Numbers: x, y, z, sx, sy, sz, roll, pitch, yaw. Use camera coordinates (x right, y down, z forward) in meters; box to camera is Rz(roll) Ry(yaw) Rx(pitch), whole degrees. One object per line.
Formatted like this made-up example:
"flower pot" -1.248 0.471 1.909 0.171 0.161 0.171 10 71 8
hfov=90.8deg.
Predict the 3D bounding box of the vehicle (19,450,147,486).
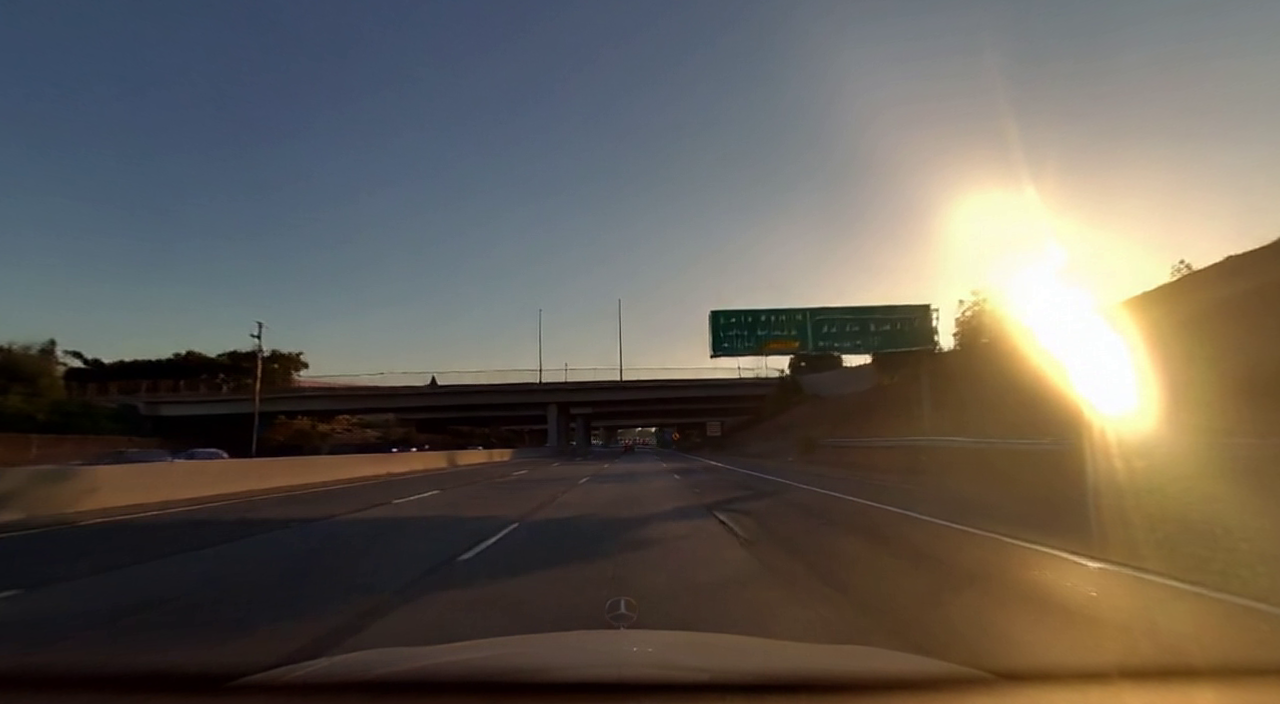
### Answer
"vehicle" -25.002 5.177 28.564 1.798 1.457 4.291 0 -8 1

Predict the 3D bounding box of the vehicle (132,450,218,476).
"vehicle" -28.909 6.883 39.469 1.940 1.463 4.480 0 -8 0
